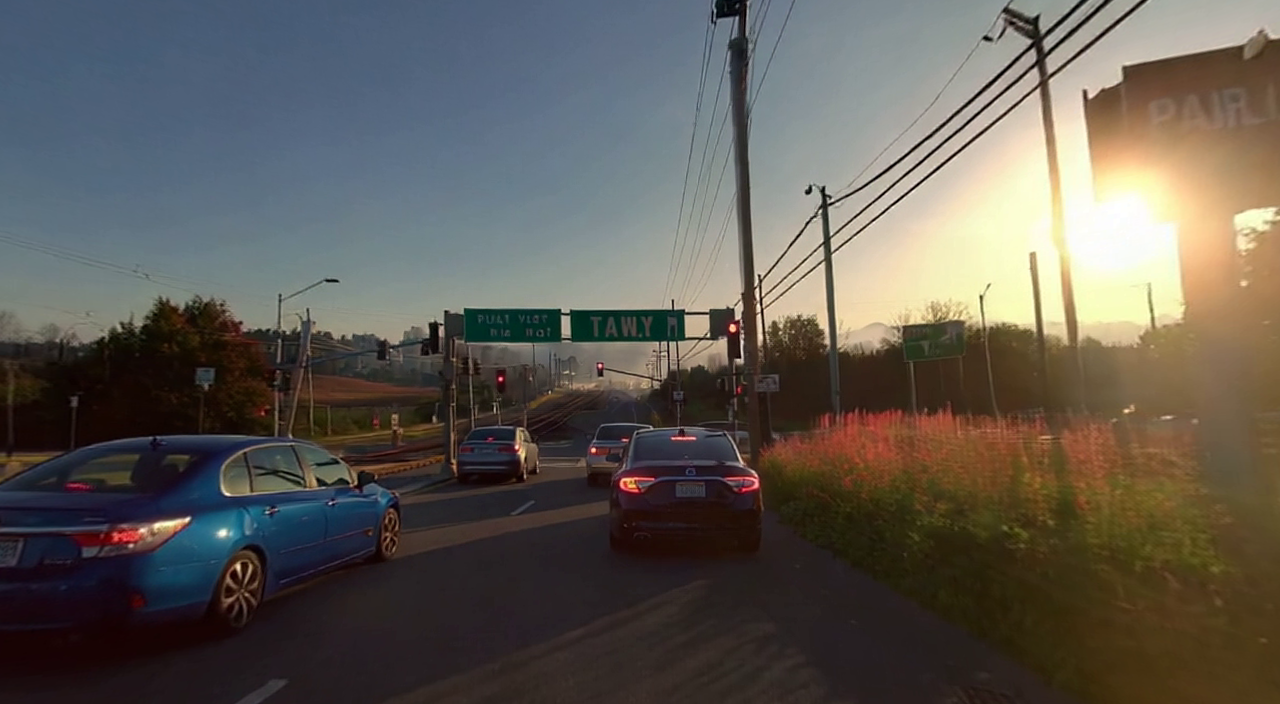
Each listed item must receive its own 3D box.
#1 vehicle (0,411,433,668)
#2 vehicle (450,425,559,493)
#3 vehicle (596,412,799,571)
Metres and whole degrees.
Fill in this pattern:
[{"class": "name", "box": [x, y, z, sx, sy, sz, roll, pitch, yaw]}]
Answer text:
[{"class": "vehicle", "box": [-3.685, 1.425, 5.998, 1.956, 1.468, 4.585, 0, -8, -1]}, {"class": "vehicle", "box": [-3.304, 2.706, 16.221, 1.984, 1.505, 4.047, 0, -8, -1]}, {"class": "vehicle", "box": [0.439, 1.656, 8.217, 1.998, 1.529, 3.960, 1, -8, -4]}]
